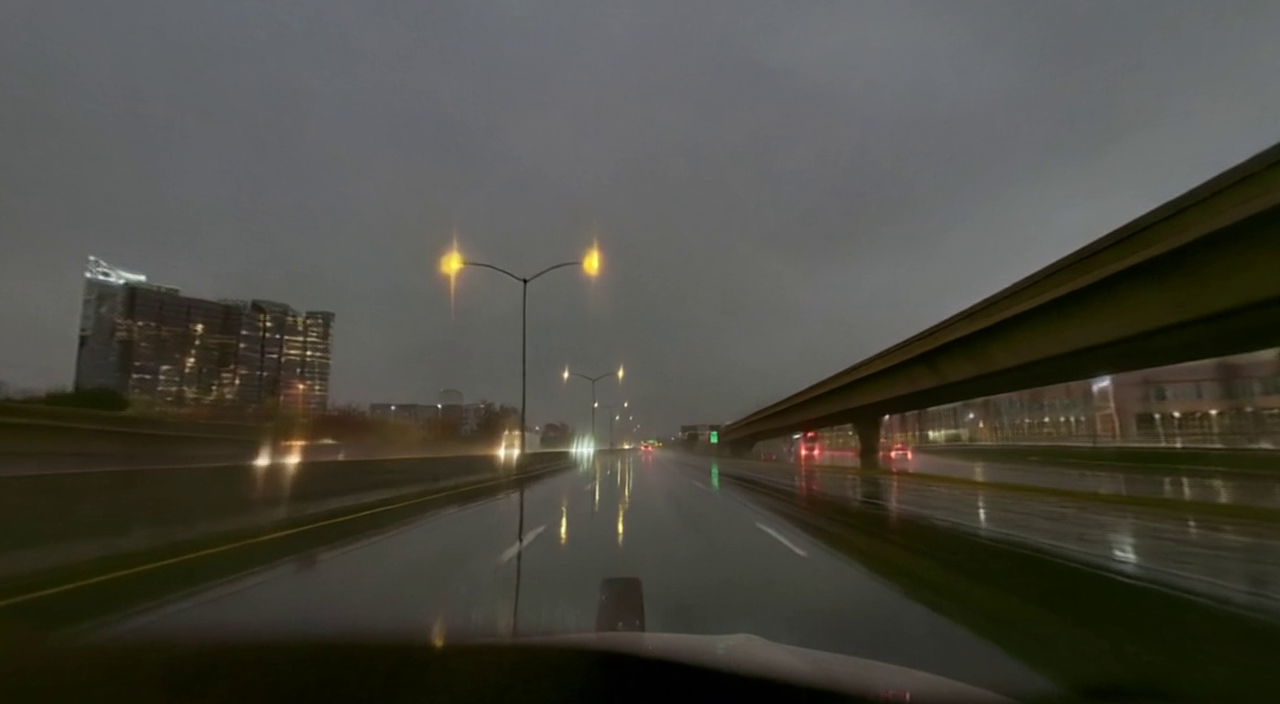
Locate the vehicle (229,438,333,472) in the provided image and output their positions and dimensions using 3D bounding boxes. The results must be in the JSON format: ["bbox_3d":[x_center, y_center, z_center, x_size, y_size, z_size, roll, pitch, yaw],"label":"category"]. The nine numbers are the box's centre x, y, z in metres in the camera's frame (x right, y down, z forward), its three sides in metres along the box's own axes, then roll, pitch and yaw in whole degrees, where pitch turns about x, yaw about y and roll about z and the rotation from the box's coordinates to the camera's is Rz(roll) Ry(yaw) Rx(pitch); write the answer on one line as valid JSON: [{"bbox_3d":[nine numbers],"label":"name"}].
[{"bbox_3d":[-21.590,6.237,38.456,2.678,1.869,6.291,0,-9,0],"label":"vehicle"}]
